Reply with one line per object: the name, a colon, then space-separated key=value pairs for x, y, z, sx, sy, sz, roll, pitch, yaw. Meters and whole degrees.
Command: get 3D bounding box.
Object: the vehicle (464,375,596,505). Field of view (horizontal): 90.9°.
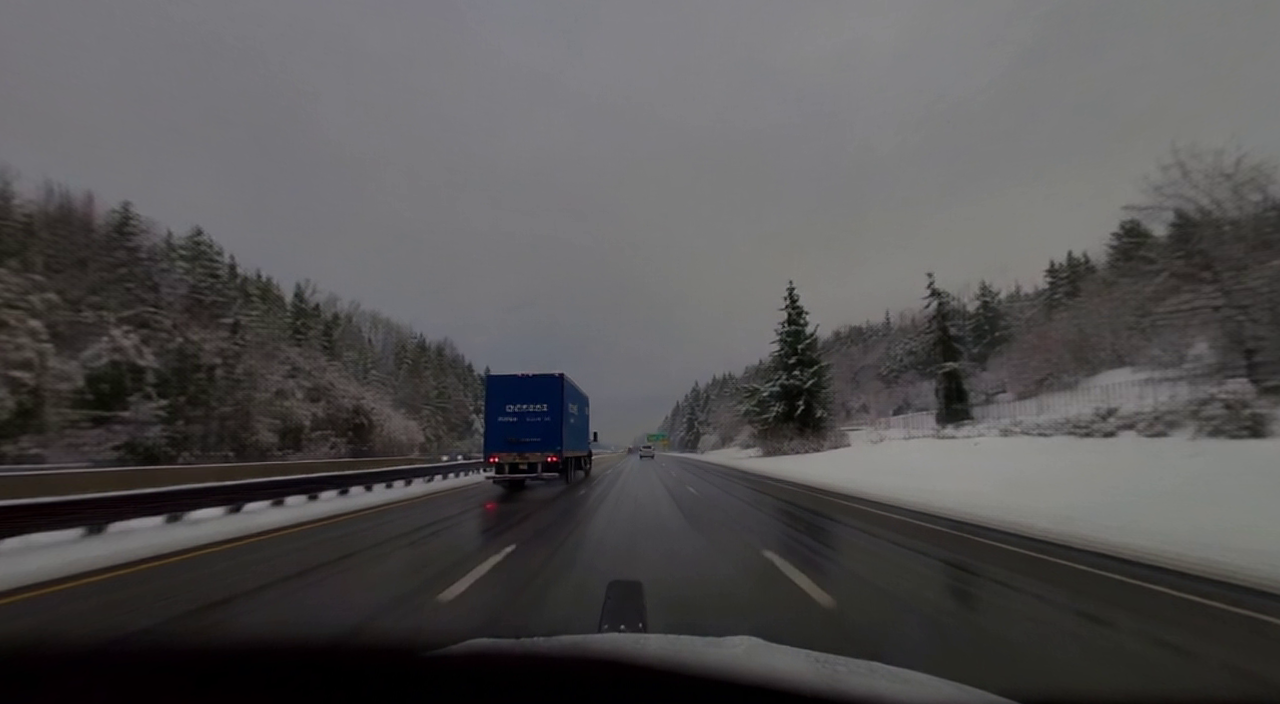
vehicle: x=-2.907 y=2.646 z=18.852 sx=2.695 sy=3.151 sz=6.885 roll=0 pitch=-9 yaw=0
